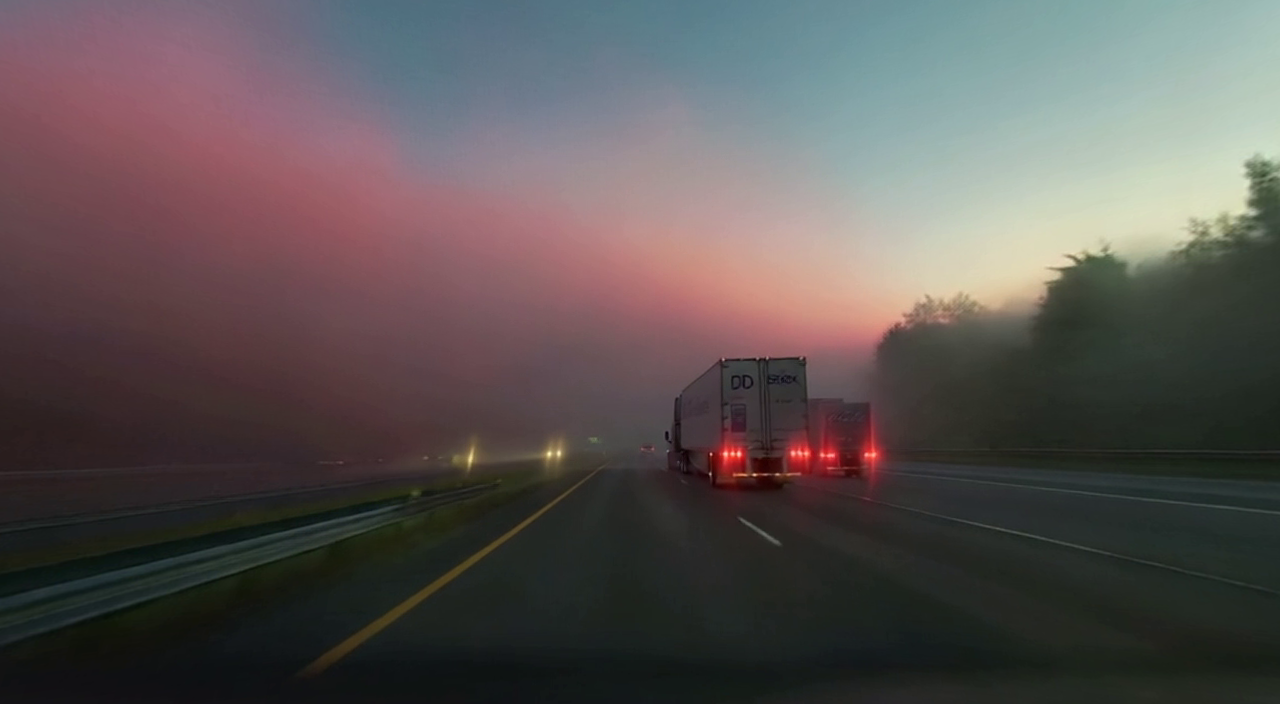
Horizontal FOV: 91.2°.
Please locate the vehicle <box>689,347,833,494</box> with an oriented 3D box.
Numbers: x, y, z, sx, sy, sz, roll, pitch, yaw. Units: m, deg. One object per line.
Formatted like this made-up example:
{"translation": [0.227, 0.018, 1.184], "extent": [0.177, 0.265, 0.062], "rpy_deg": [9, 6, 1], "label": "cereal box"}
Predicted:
{"translation": [3.655, 2.581, 21.949], "extent": [3.025, 4.010, 9.542], "rpy_deg": [0, -9, 0], "label": "vehicle"}
